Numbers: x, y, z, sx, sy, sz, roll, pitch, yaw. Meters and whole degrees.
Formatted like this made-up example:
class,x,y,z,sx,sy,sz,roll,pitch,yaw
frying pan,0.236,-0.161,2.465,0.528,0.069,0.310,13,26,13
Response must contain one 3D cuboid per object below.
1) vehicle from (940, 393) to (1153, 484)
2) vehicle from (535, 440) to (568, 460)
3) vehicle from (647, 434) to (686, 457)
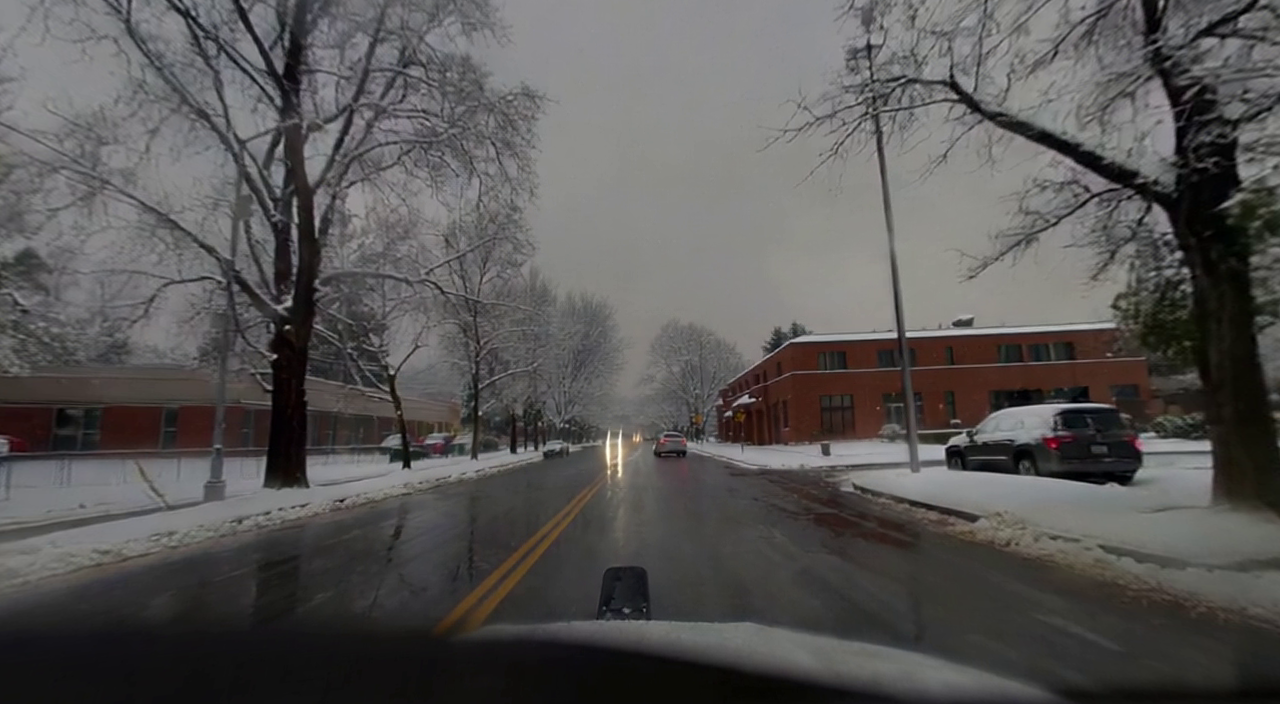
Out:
class,x,y,z,sx,sy,sz,roll,pitch,yaw
vehicle,9.413,2.143,15.236,2.018,1.840,4.662,1,-9,0
vehicle,-6.784,7.579,48.815,1.930,1.463,4.195,0,-8,0
vehicle,2.011,7.310,49.539,2.097,1.740,4.277,1,-8,-12
